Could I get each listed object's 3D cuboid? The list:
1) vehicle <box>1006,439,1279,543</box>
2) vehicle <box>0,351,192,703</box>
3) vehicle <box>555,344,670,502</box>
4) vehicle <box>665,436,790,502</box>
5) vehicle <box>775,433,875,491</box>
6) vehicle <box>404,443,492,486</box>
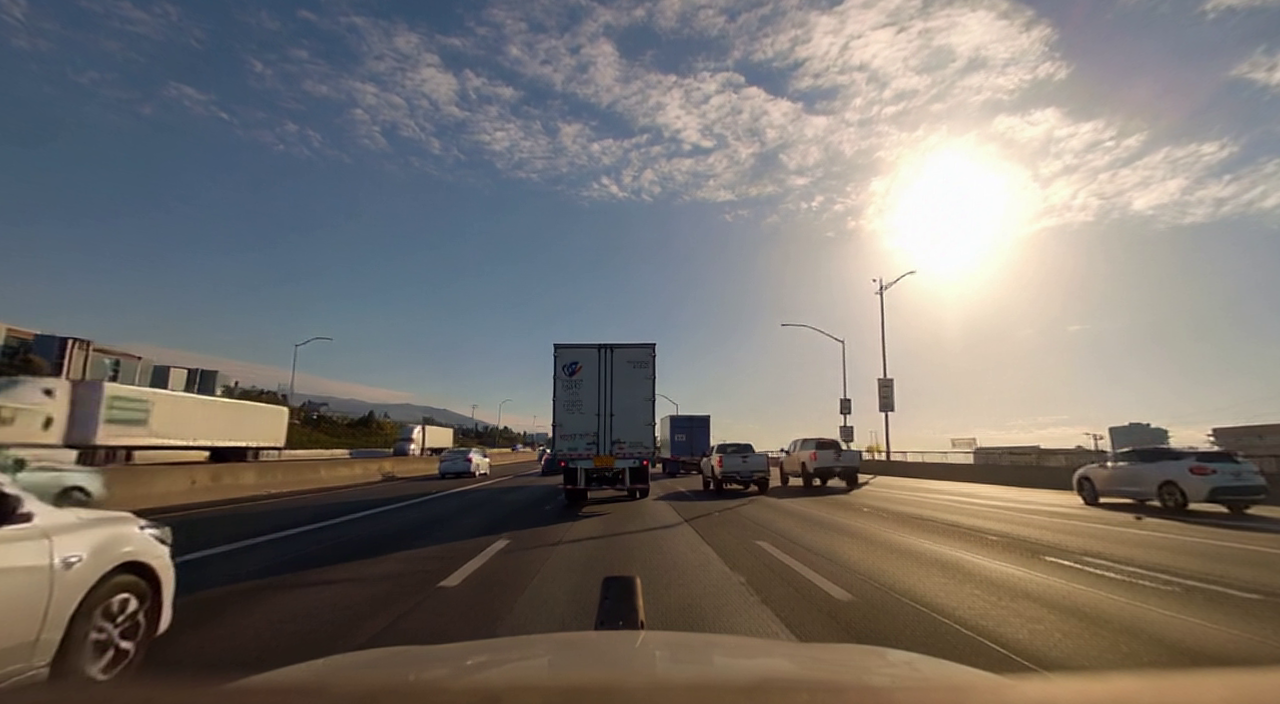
[{"bbox_3d":[9.369,2.390,11.662,2.002,1.472,4.950,0,-9,-4],"label":"vehicle"},{"bbox_3d":[-3.328,0.656,1.197,1.946,1.641,4.105,0,-9,-1],"label":"vehicle"},{"bbox_3d":[-0.764,2.590,21.579,2.906,4.040,10.743,0,-9,-1],"label":"vehicle"},{"bbox_3d":[2.939,4.654,26.426,2.869,1.940,14.755,0,-9,-1],"label":"vehicle"},{"bbox_3d":[6.586,3.966,23.076,2.070,1.888,4.546,0,-9,-3],"label":"vehicle"},{"bbox_3d":[-7.267,4.273,24.448,1.973,1.471,4.779,0,-9,-1],"label":"vehicle"}]
